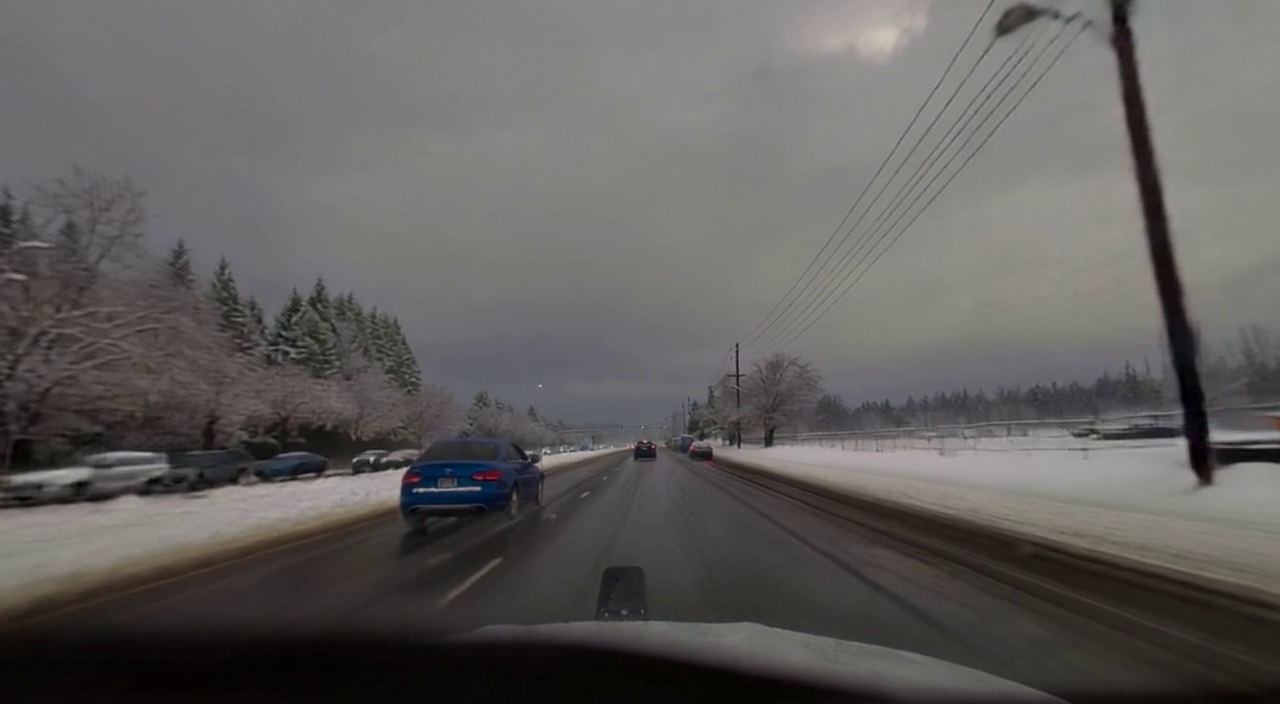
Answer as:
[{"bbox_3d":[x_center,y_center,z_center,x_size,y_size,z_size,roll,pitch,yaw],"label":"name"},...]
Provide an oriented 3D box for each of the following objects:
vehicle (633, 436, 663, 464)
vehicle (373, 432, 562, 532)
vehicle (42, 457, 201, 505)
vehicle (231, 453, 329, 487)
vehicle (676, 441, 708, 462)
[{"bbox_3d":[0.528,6.906,44.662,2.060,1.845,4.151,0,-9,0],"label":"vehicle"},{"bbox_3d":[-2.899,2.329,11.940,2.087,1.480,4.825,0,-9,2],"label":"vehicle"},{"bbox_3d":[-18.553,4.601,22.928,1.979,1.470,4.571,0,-9,-1],"label":"vehicle"},{"bbox_3d":[-17.750,5.806,31.381,1.945,1.511,4.458,-1,-9,5],"label":"vehicle"},{"bbox_3d":[3.981,7.694,48.802,2.142,1.475,4.565,0,-9,0],"label":"vehicle"}]
